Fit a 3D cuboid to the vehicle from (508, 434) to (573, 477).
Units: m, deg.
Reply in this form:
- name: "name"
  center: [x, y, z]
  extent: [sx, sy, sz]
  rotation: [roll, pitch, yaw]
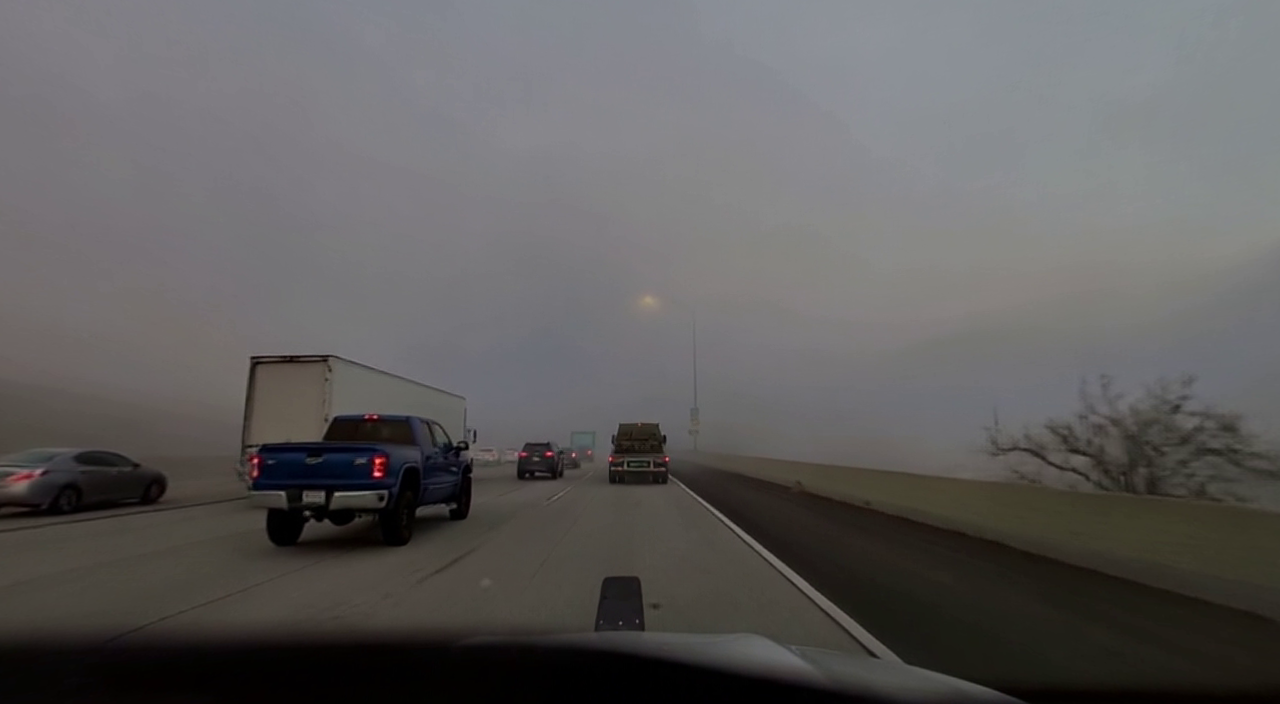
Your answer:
- name: "vehicle"
  center: [-4.664, 4.961, 30.486]
  extent: [2.329, 1.859, 4.823]
  rotation: [0, -9, 0]

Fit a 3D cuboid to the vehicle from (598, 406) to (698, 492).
- name: "vehicle"
  center: [0.129, 3.398, 22.283]
  extent: [2.886, 2.471, 7.692]
  rotation: [0, -9, -1]

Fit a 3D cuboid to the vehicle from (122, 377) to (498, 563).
- name: "vehicle"
  center: [-4.148, 1.683, 9.626]
  extent: [2.575, 1.958, 5.730]
  rotation: [0, -9, 1]

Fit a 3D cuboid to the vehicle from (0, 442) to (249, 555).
- name: "vehicle"
  center: [-8.568, 2.177, 10.138]
  extent: [1.893, 1.409, 4.154]
  rotation: [0, -9, 1]
